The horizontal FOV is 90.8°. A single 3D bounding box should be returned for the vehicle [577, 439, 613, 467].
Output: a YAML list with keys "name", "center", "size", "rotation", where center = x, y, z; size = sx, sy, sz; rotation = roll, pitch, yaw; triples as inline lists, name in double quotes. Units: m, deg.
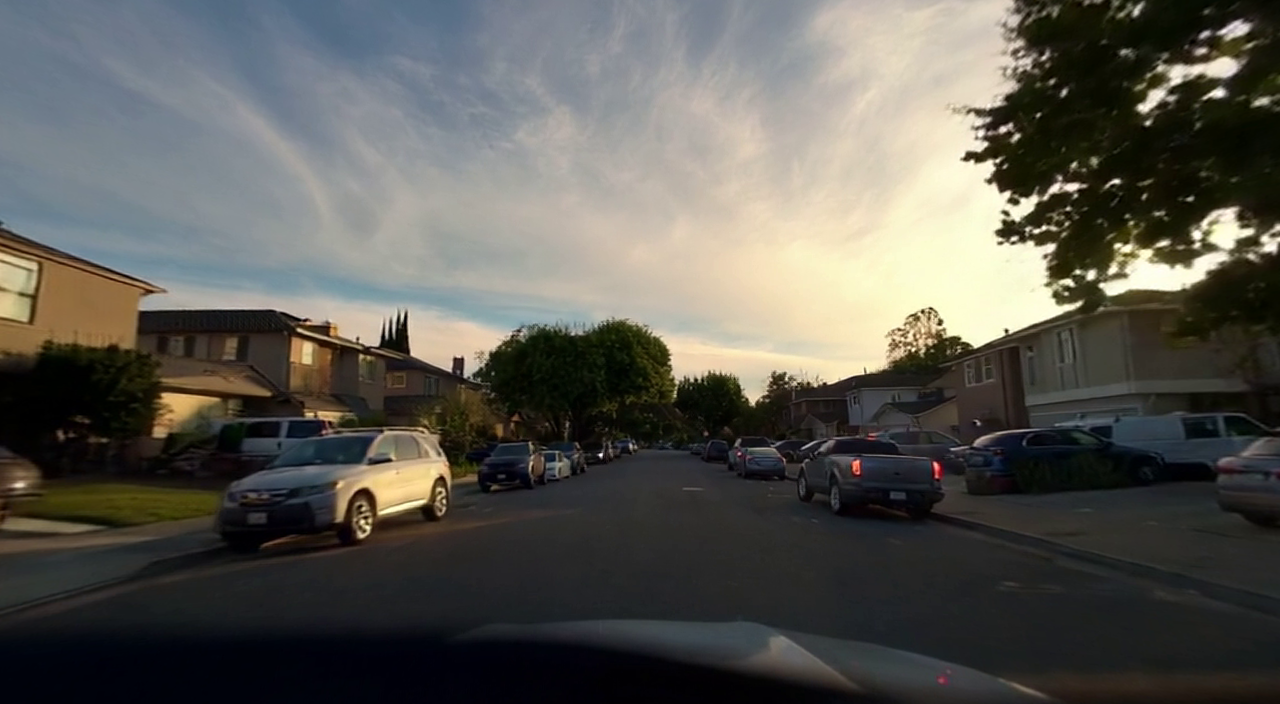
- name: "vehicle"
  center: [-3.070, 7.072, 44.141]
  size: [2.035, 1.822, 4.348]
  rotation: [0, -10, 2]

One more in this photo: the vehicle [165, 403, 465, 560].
- name: "vehicle"
  center: [-4.910, 2.124, 10.879]
  size: [2.319, 1.902, 5.526]
  rotation: [-2, -10, -1]

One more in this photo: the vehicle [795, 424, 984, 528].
- name: "vehicle"
  center: [5.333, 2.722, 14.611]
  size: [2.201, 1.896, 5.632]
  rotation: [0, -8, 2]

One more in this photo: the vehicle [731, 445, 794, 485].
- name: "vehicle"
  center: [5.354, 4.983, 28.367]
  size: [1.850, 1.516, 5.066]
  rotation: [0, -8, 0]

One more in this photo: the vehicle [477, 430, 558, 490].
- name: "vehicle"
  center: [-4.137, 3.787, 22.065]
  size: [2.007, 1.861, 4.101]
  rotation: [0, -11, 0]

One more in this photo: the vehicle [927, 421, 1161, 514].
- name: "vehicle"
  center: [9.356, 2.761, 15.354]
  size: [2.285, 1.833, 4.853]
  rotation: [-1, -10, -2]
